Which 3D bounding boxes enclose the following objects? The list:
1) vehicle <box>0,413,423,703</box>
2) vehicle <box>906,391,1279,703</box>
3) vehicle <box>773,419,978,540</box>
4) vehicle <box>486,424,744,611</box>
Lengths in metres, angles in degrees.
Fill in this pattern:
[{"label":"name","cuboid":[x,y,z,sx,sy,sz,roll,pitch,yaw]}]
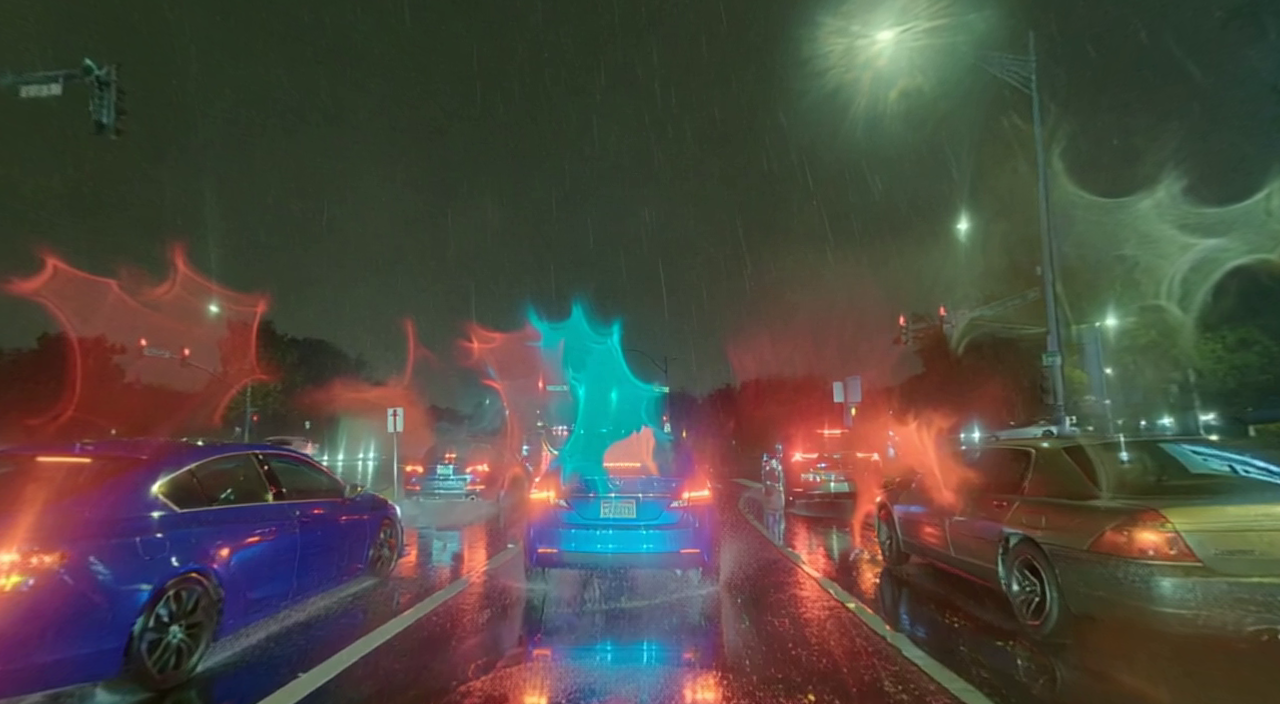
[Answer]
[{"label":"vehicle","cuboid":[-3.410,1.299,4.718,1.980,1.454,4.226,0,-8,1]},{"label":"vehicle","cuboid":[3.402,1.069,3.493,1.981,1.499,4.536,0,-8,2]},{"label":"vehicle","cuboid":[3.760,2.104,11.034,2.007,1.683,4.171,0,-8,1]},{"label":"vehicle","cuboid":[-0.190,1.623,7.107,2.059,1.477,3.988,0,-8,0]}]
